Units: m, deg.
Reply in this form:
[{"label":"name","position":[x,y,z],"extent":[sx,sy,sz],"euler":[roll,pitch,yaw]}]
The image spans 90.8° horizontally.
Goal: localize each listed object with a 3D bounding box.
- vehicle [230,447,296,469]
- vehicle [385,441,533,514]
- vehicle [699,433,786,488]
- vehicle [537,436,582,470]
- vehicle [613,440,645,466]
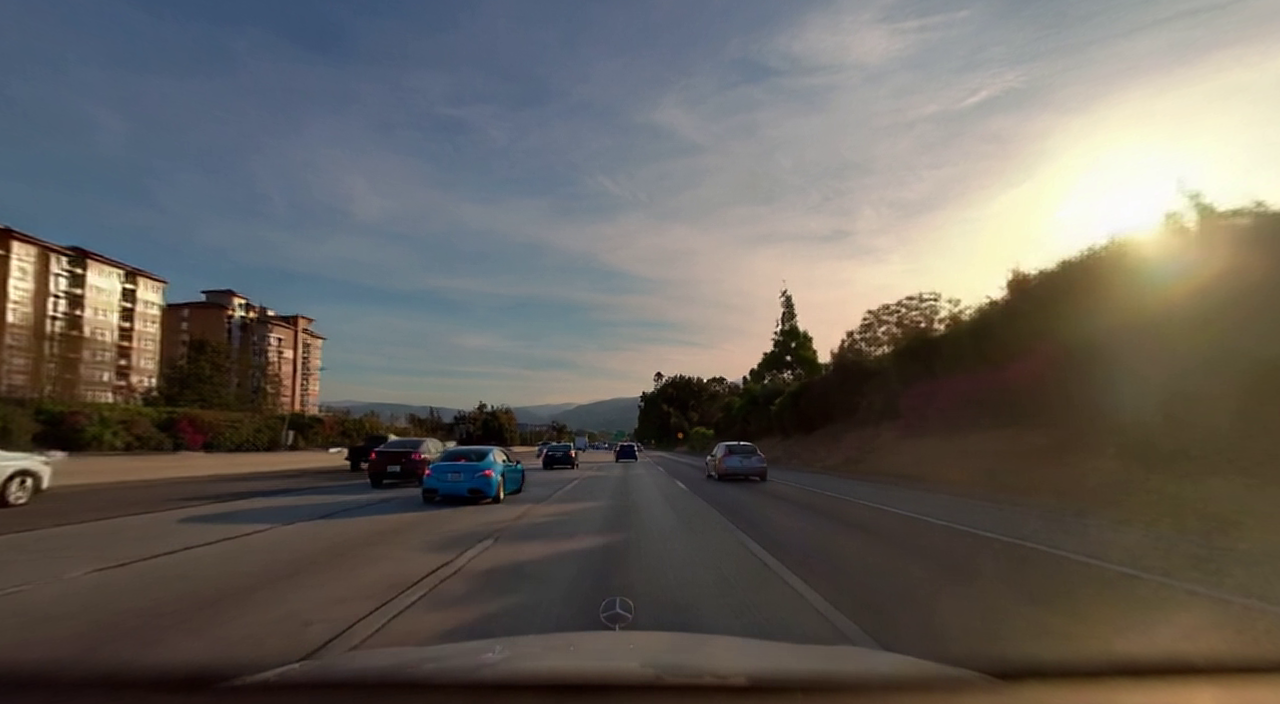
[{"label":"vehicle","position":[-26.264,7.392,44.246],"extent":[1.816,1.457,4.598],"euler":[0,-8,0]},{"label":"vehicle","position":[-3.958,2.810,14.732],"extent":[2.124,1.426,4.444],"euler":[0,-8,0]},{"label":"vehicle","position":[3.334,3.628,21.516],"extent":[2.061,1.658,4.417],"euler":[0,-8,-2]},{"label":"vehicle","position":[-4.545,5.801,36.427],"extent":[2.044,1.774,4.329],"euler":[0,-8,-1]},{"label":"vehicle","position":[-0.739,6.701,42.177],"extent":[2.053,1.650,3.945],"euler":[0,-8,-1]}]
